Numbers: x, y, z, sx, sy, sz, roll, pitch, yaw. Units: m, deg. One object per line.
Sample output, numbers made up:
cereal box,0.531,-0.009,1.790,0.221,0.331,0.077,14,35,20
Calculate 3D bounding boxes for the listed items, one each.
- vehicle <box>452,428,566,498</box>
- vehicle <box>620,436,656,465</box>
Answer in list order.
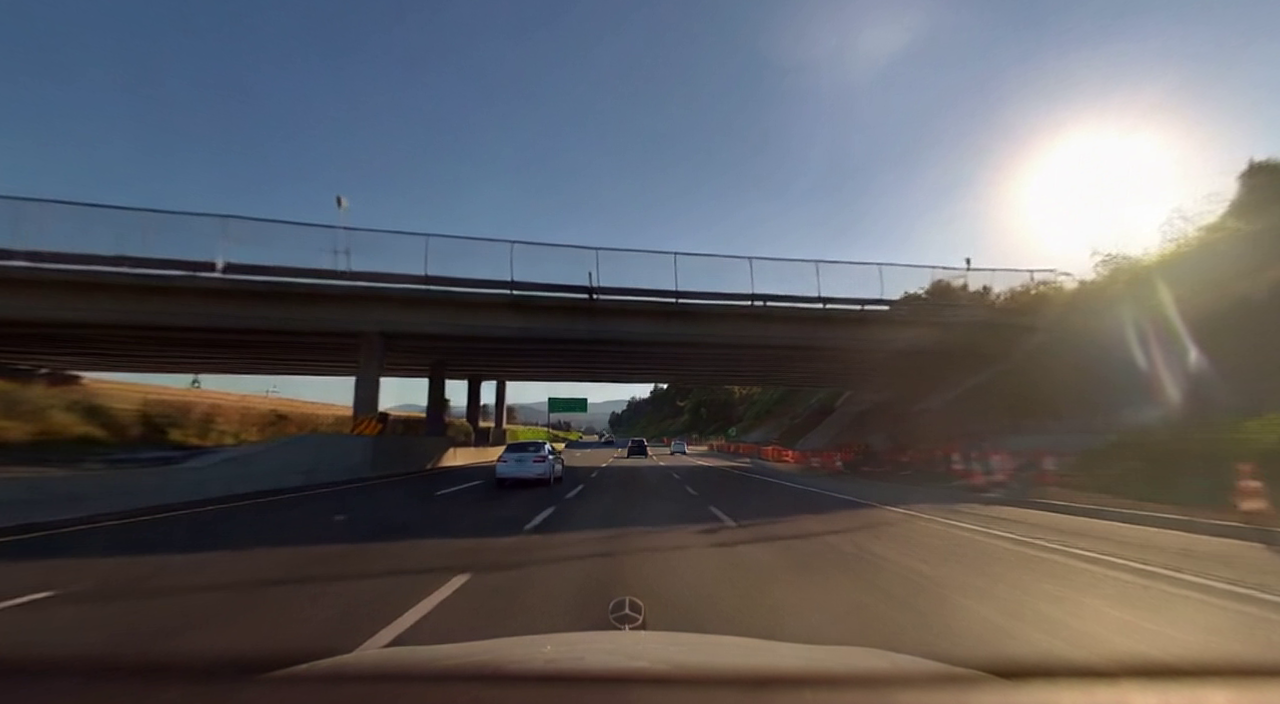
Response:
vehicle,-3.437,3.014,17.625,2.114,1.650,4.730,0,-8,1
vehicle,-0.167,6.533,42.088,2.328,1.805,4.502,0,-8,-1
